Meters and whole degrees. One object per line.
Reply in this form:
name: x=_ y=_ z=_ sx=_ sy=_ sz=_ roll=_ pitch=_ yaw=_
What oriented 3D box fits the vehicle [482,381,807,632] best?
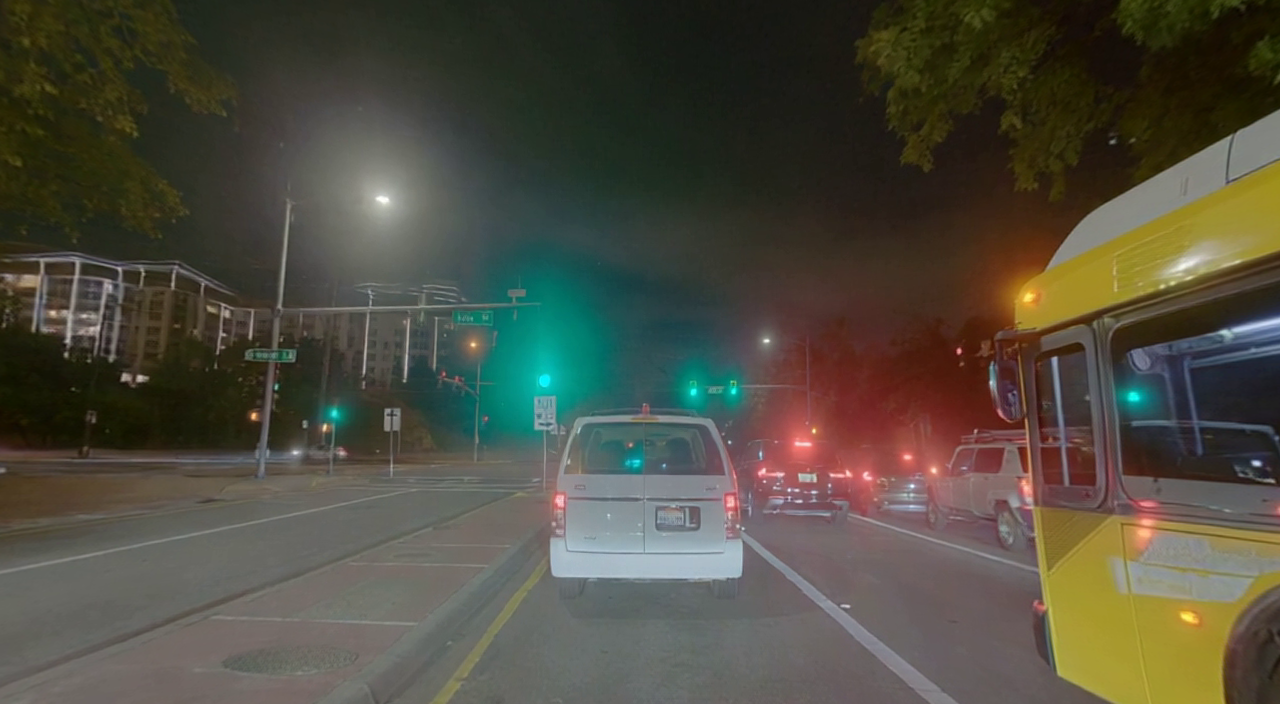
vehicle: x=0.011 y=1.475 z=7.007 sx=2.381 sy=1.842 sz=4.603 roll=0 pitch=-8 yaw=-1

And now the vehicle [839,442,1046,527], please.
vehicle: x=5.978 y=2.638 z=13.224 sx=1.987 sy=1.457 sz=4.675 roll=0 pitch=-8 yaw=-1

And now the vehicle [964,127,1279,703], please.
vehicle: x=2.611 y=0.317 z=0.426 sx=2.037 sy=2.065 sz=5.037 roll=0 pitch=-8 yaw=0
